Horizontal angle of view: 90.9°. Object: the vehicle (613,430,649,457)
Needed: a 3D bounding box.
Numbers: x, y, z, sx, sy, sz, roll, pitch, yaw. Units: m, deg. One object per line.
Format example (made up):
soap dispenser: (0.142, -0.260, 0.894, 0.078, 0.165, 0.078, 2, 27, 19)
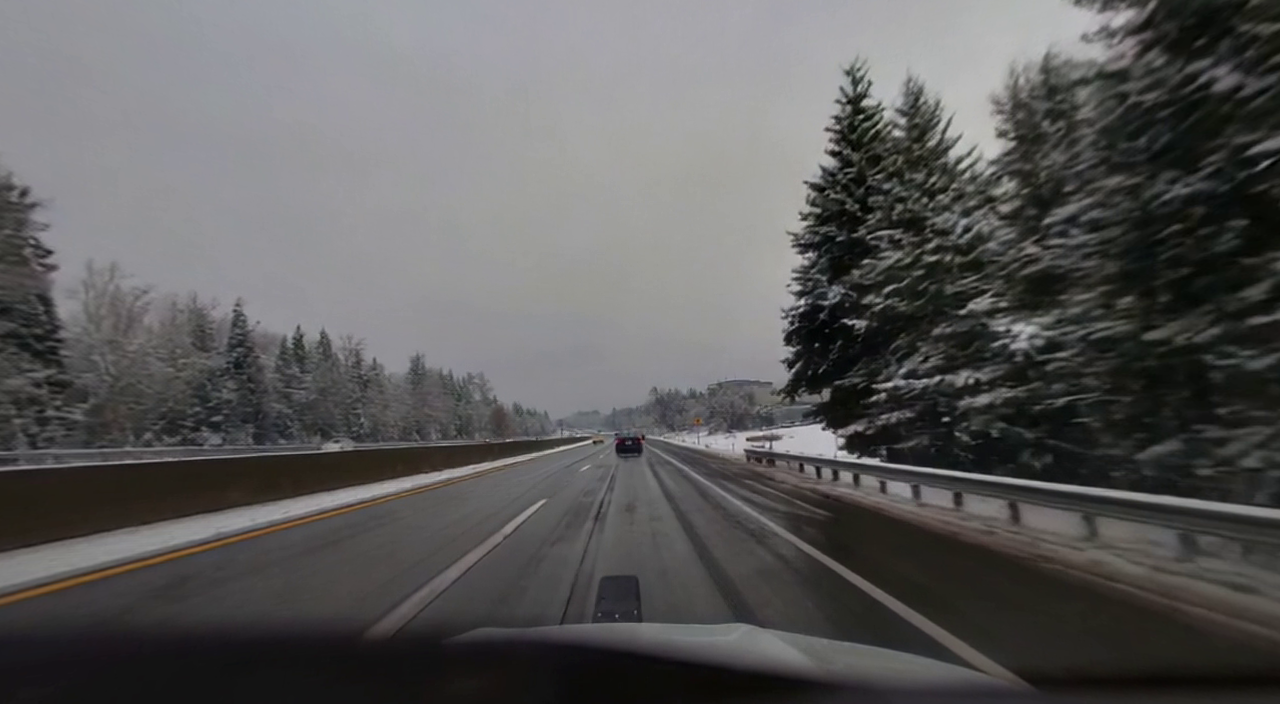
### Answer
vehicle: (-0.587, 5.737, 39.634, 2.151, 1.618, 3.898, 0, -8, -2)
